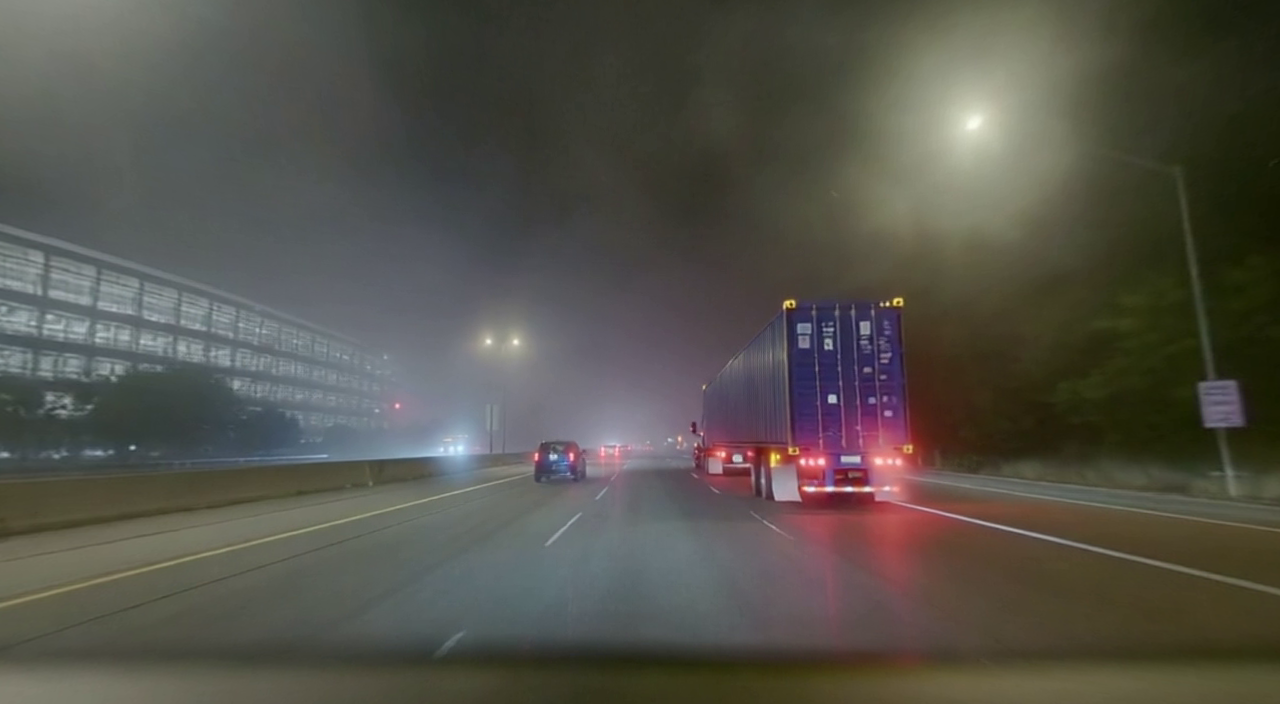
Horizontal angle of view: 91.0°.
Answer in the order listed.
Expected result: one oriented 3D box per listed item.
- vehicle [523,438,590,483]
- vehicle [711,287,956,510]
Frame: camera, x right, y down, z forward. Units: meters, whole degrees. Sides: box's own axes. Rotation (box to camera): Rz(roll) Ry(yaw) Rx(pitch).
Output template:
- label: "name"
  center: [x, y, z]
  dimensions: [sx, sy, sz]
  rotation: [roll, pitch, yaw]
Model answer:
- label: "vehicle"
  center: [-3.028, 4.033, 23.728]
  dimensions: [1.954, 1.528, 4.010]
  rotation: [0, -8, 0]
- label: "vehicle"
  center: [4.199, 1.793, 18.094]
  dimensions: [2.893, 3.992, 13.605]
  rotation: [-1, -8, 1]
